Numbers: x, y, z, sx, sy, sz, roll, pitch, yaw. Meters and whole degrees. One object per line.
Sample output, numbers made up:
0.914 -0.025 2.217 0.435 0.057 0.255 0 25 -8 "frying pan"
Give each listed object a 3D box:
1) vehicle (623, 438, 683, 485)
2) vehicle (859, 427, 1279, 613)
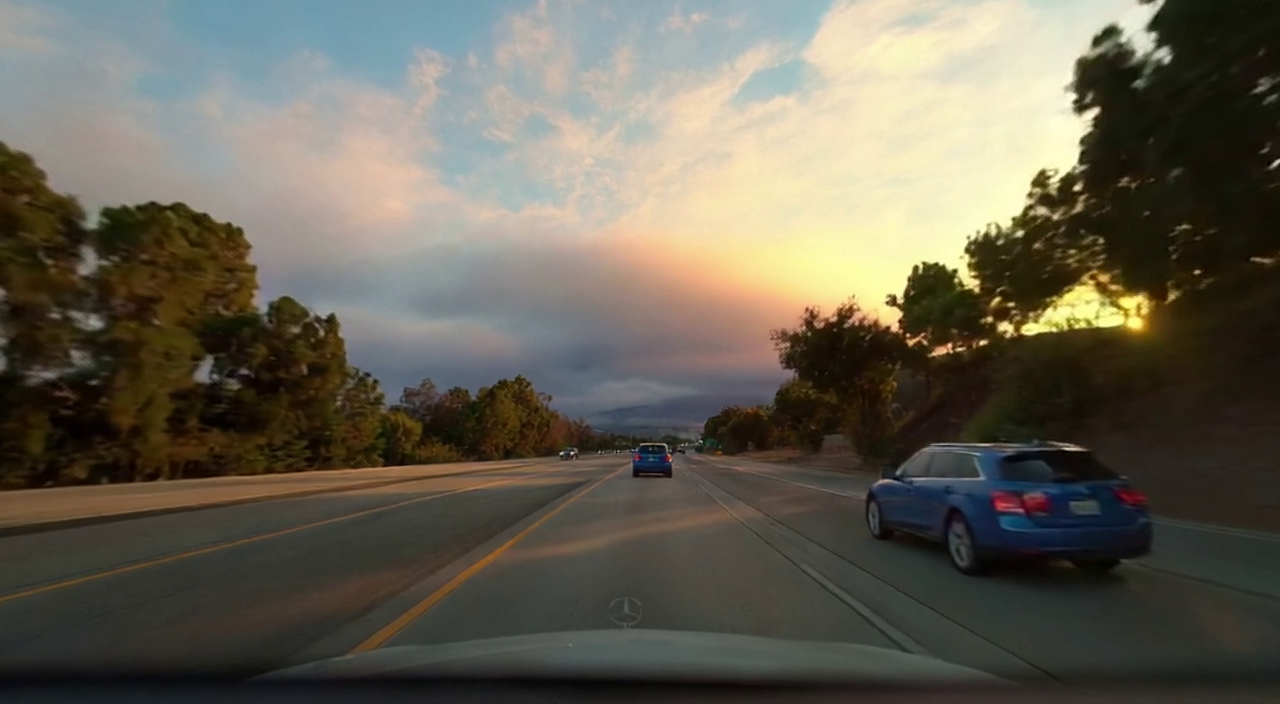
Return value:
0.494 4.348 25.202 2.190 1.706 4.062 0 -9 1 "vehicle"
4.282 1.710 7.366 1.864 1.489 4.379 0 -9 0 "vehicle"
